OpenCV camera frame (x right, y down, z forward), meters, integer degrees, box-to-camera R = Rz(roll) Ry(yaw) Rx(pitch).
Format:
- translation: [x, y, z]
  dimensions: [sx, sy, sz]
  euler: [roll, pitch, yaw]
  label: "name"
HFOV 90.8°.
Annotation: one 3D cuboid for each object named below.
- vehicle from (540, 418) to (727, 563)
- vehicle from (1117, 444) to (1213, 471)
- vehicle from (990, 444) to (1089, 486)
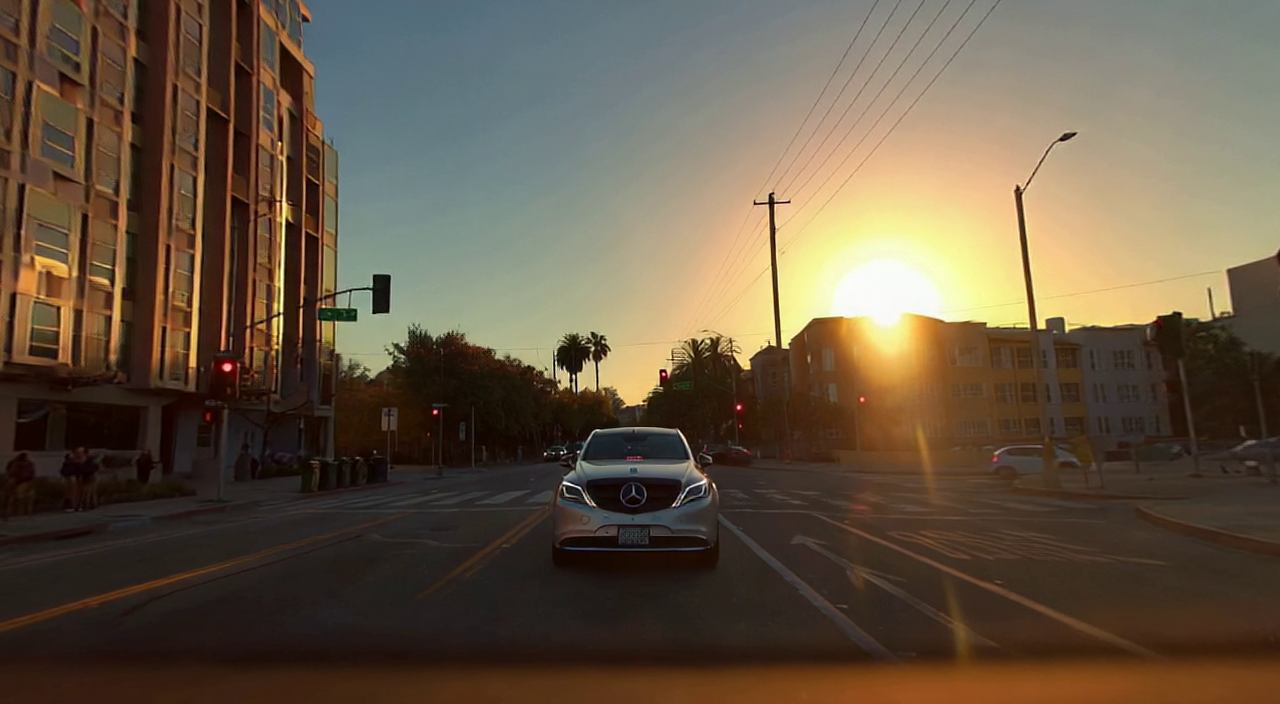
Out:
- translation: [-0.083, 1.877, 9.225]
  dimensions: [2.144, 1.643, 3.770]
  euler: [0, -8, 0]
  label: "vehicle"
- translation: [32.162, 6.463, 38.761]
  dimensions: [4.234, 1.613, 1.812]
  euler: [0, -8, -1]
  label: "vehicle"
- translation: [16.633, 4.625, 26.222]
  dimensions: [4.118, 1.593, 2.004]
  euler: [6, -10, -36]
  label: "vehicle"
